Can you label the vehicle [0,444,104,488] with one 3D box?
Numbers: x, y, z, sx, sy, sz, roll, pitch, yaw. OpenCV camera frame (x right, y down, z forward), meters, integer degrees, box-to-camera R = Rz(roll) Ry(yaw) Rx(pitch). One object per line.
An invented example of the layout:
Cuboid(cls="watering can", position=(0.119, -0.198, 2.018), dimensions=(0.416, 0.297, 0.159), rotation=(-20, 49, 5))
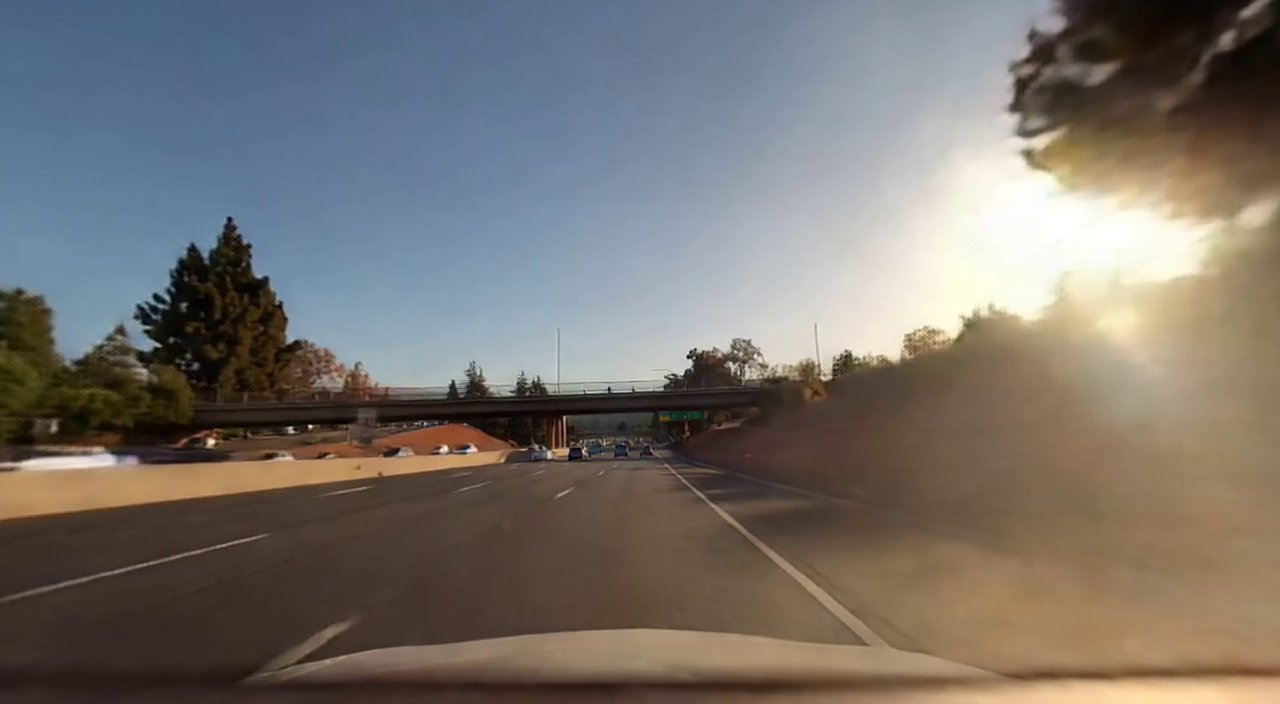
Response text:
Cuboid(cls="vehicle", position=(-20.615, 3.852, 21.595), dimensions=(1.569, 1.354, 3.241), rotation=(0, -8, 1))
